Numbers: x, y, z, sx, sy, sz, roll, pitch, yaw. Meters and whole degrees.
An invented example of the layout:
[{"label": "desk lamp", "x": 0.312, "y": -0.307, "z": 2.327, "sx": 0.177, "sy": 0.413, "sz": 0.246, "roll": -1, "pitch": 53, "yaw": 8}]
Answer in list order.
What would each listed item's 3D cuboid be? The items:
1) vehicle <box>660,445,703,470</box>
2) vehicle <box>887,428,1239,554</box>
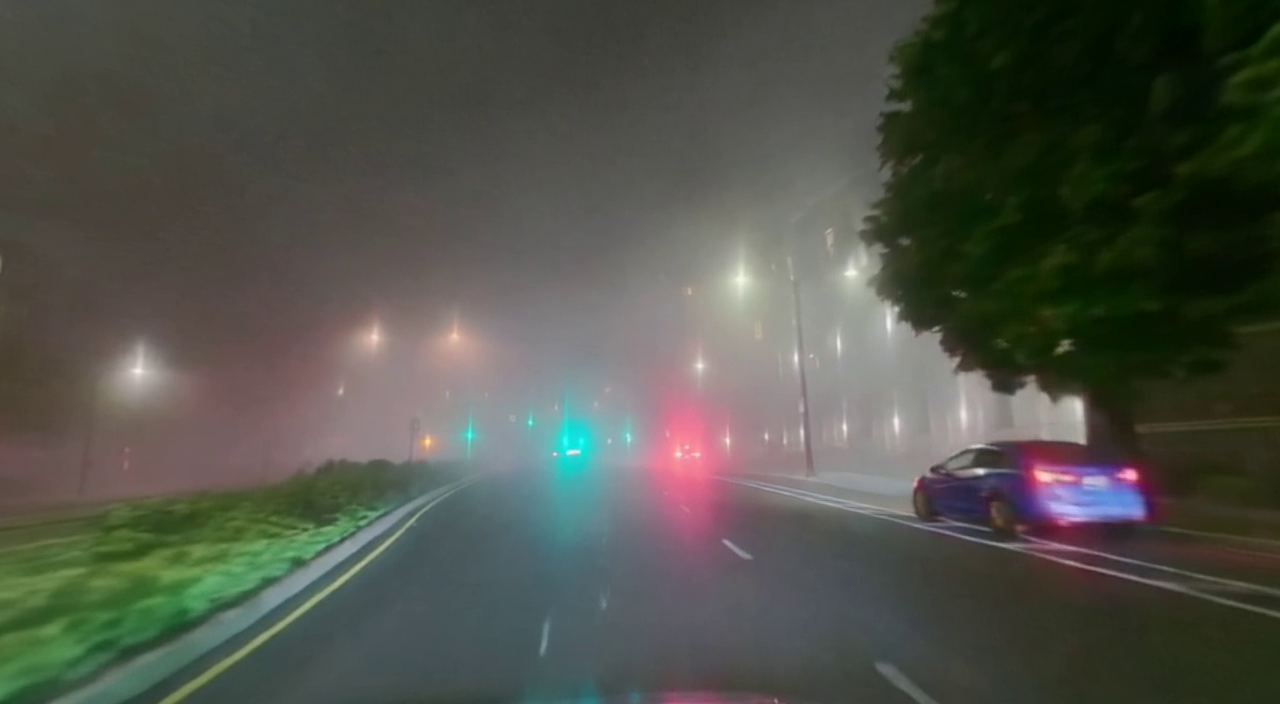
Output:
[{"label": "vehicle", "x": 2.854, "y": 7.401, "z": 44.500, "sx": 2.042, "sy": 1.635, "sz": 4.858, "roll": 1, "pitch": -9, "yaw": -8}, {"label": "vehicle", "x": 6.111, "y": 2.054, "z": 10.199, "sx": 1.984, "sy": 1.479, "sz": 5.102, "roll": 1, "pitch": -8, "yaw": -3}]
